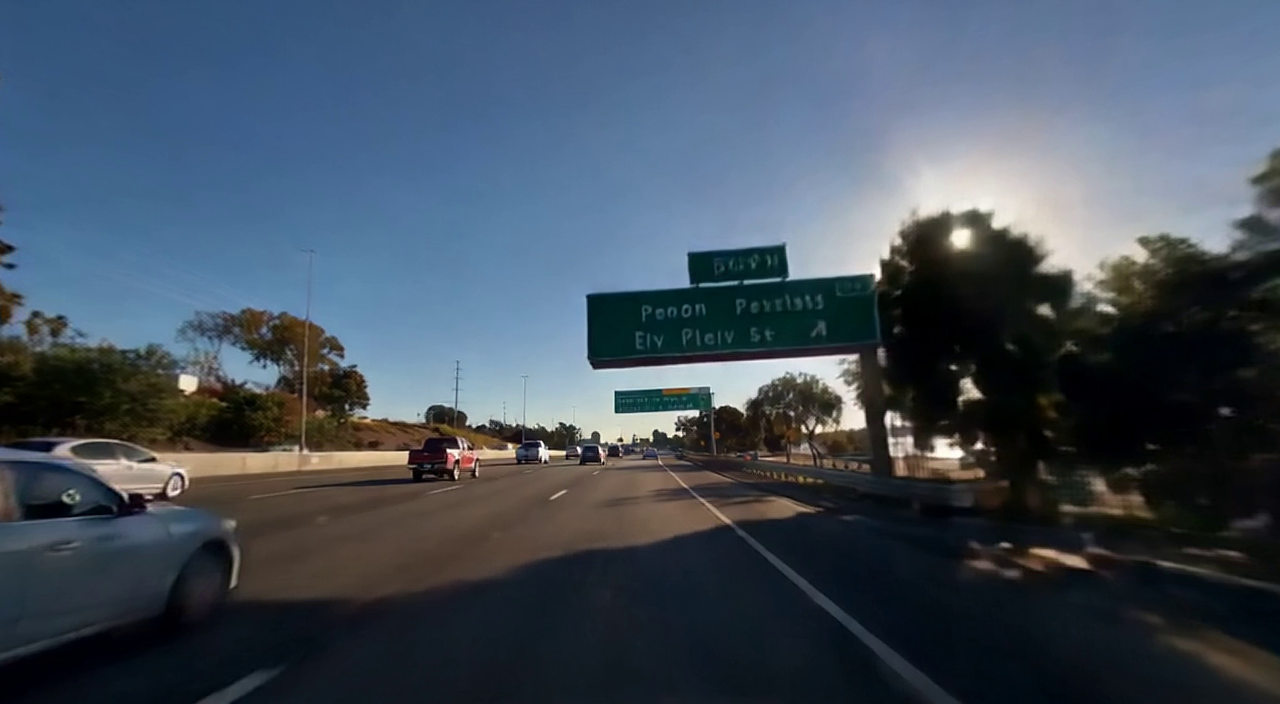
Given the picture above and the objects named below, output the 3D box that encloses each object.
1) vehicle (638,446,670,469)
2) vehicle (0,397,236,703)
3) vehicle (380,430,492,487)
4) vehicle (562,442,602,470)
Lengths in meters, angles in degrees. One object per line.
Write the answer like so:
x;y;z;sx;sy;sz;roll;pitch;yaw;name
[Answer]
1.009;7.484;44.901;2.153;1.510;4.646;0;-9;2;vehicle
-4.191;0.917;2.566;2.027;1.547;4.511;0;-9;1;vehicle
-7.511;3.979;23.924;2.250;1.870;5.647;0;-9;1;vehicle
-3.787;6.856;41.696;2.132;1.708;4.571;0;-9;1;vehicle
